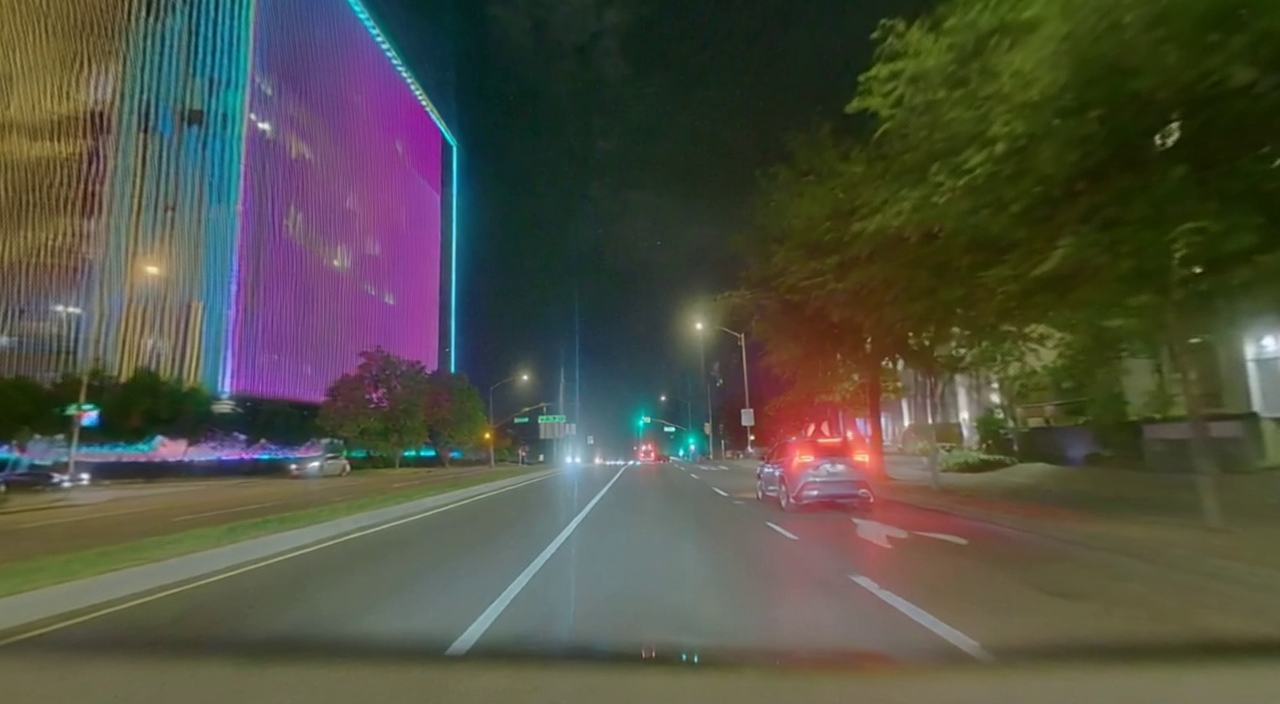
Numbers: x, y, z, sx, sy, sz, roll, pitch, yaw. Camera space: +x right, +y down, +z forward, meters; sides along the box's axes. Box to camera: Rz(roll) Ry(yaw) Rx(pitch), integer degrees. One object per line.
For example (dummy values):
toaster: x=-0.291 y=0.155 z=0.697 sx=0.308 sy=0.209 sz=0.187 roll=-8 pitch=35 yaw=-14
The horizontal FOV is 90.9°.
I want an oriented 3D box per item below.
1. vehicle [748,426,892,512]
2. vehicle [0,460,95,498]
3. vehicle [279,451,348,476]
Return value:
vehicle: x=3.712 y=2.481 z=13.811 sx=1.949 sy=1.583 sz=3.996 roll=0 pitch=-8 yaw=0
vehicle: x=-25.813 y=5.235 z=26.090 sx=4.644 sy=1.452 sz=1.944 roll=0 pitch=-8 yaw=0
vehicle: x=-21.193 y=7.245 z=41.170 sx=1.864 sy=1.468 sz=4.770 roll=0 pitch=-8 yaw=2
